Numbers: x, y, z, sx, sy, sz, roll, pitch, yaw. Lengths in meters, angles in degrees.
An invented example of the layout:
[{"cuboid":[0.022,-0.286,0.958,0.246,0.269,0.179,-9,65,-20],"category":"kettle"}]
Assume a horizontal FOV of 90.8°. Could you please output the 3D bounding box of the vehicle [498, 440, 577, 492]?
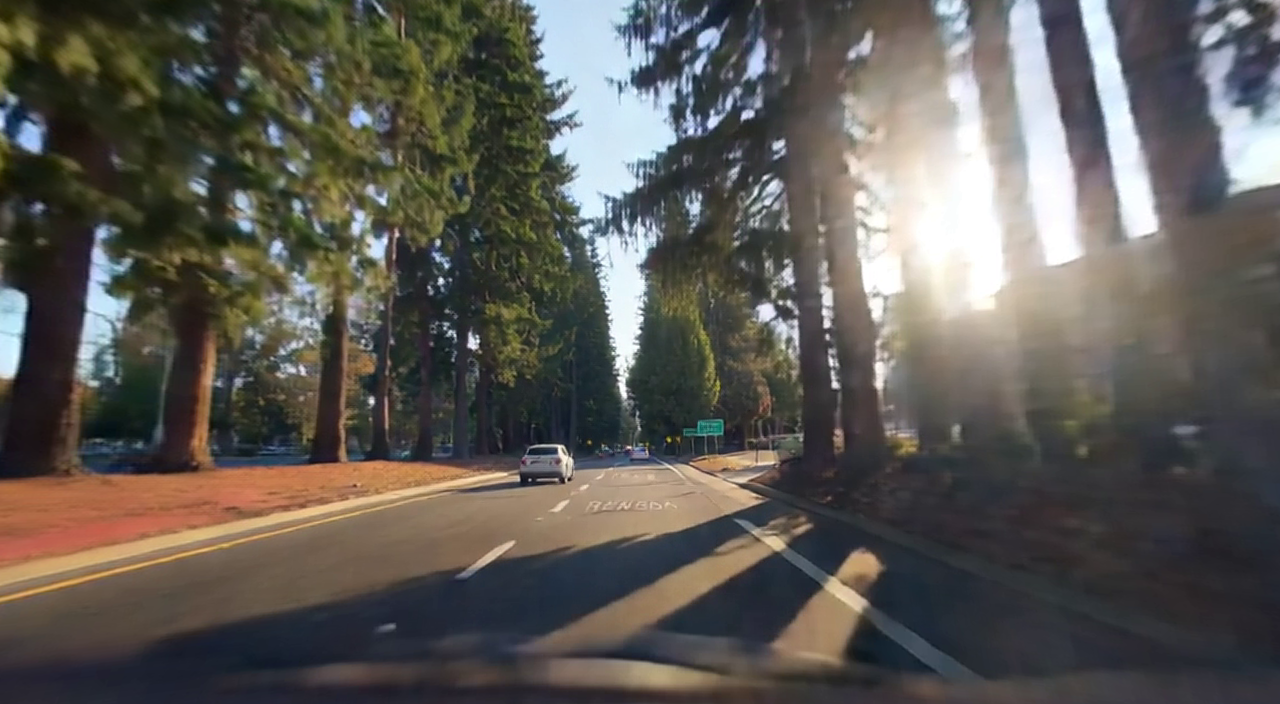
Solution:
[{"cuboid":[-3.352,3.835,21.583,1.942,1.588,4.172,0,-9,1],"category":"vehicle"}]
